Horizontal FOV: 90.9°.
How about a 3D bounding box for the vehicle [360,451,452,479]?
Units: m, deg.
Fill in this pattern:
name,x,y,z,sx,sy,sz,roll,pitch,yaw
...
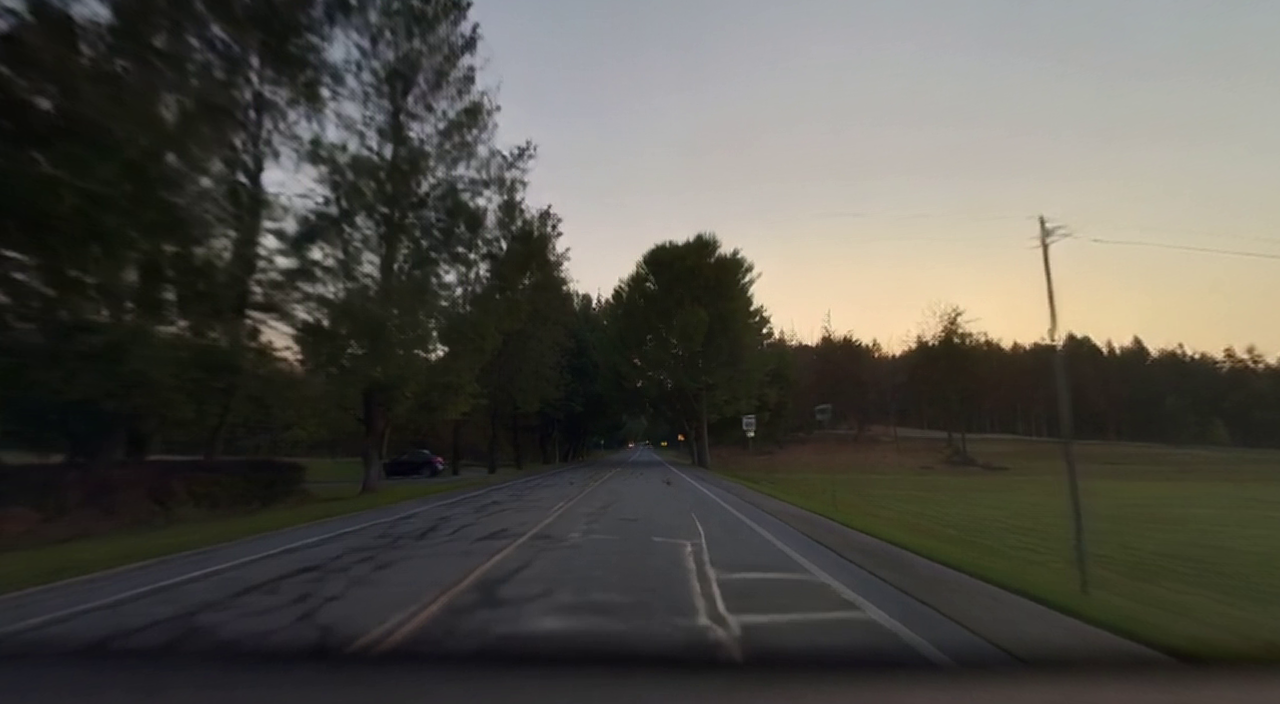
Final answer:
name,x,y,z,sx,sy,sz,roll,pitch,yaw
vehicle,-12.670,6.124,34.282,4.266,1.425,1.759,1,-8,-2
